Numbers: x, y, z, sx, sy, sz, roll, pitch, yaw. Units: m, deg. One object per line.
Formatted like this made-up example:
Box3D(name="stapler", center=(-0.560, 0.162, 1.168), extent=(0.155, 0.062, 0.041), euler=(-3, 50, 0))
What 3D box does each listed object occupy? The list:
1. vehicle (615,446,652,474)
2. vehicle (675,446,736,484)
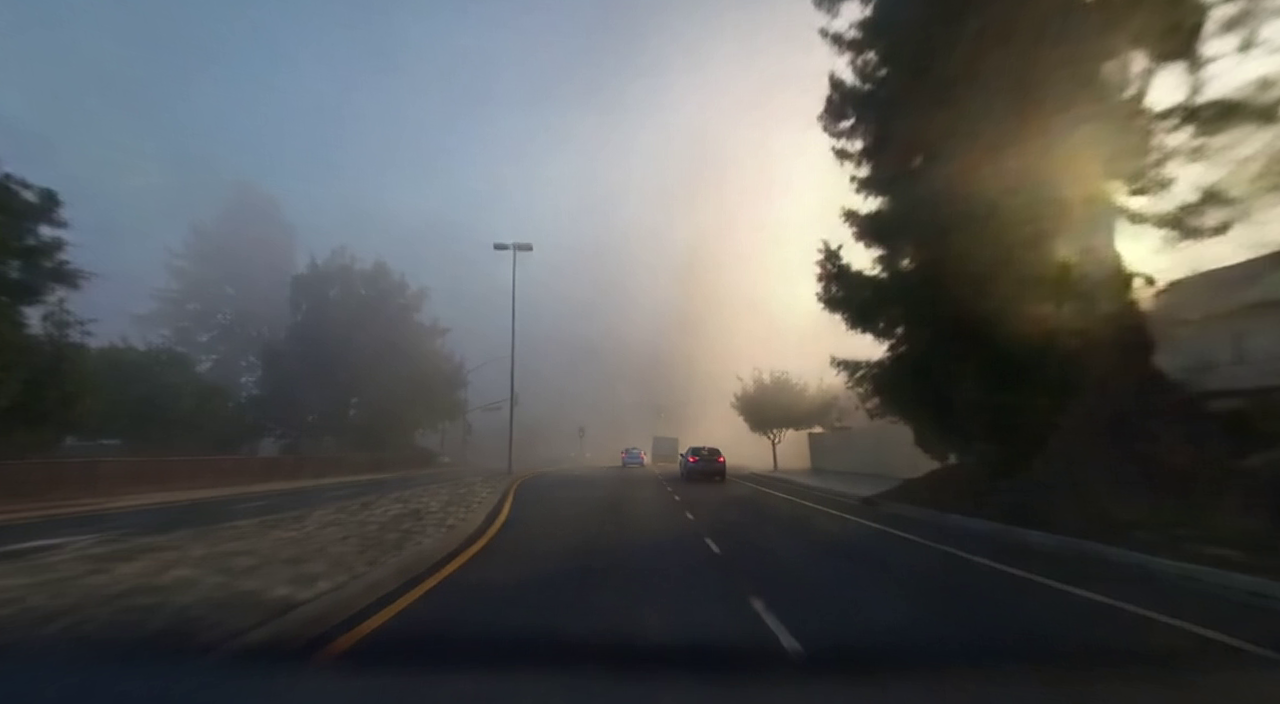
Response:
Box3D(name="vehicle", center=(-0.393, 6.345, 37.401), extent=(2.018, 1.511, 3.993), euler=(0, -8, -1))
Box3D(name="vehicle", center=(2.706, 4.784, 27.110), extent=(2.057, 1.496, 4.401), euler=(0, -8, -1))
